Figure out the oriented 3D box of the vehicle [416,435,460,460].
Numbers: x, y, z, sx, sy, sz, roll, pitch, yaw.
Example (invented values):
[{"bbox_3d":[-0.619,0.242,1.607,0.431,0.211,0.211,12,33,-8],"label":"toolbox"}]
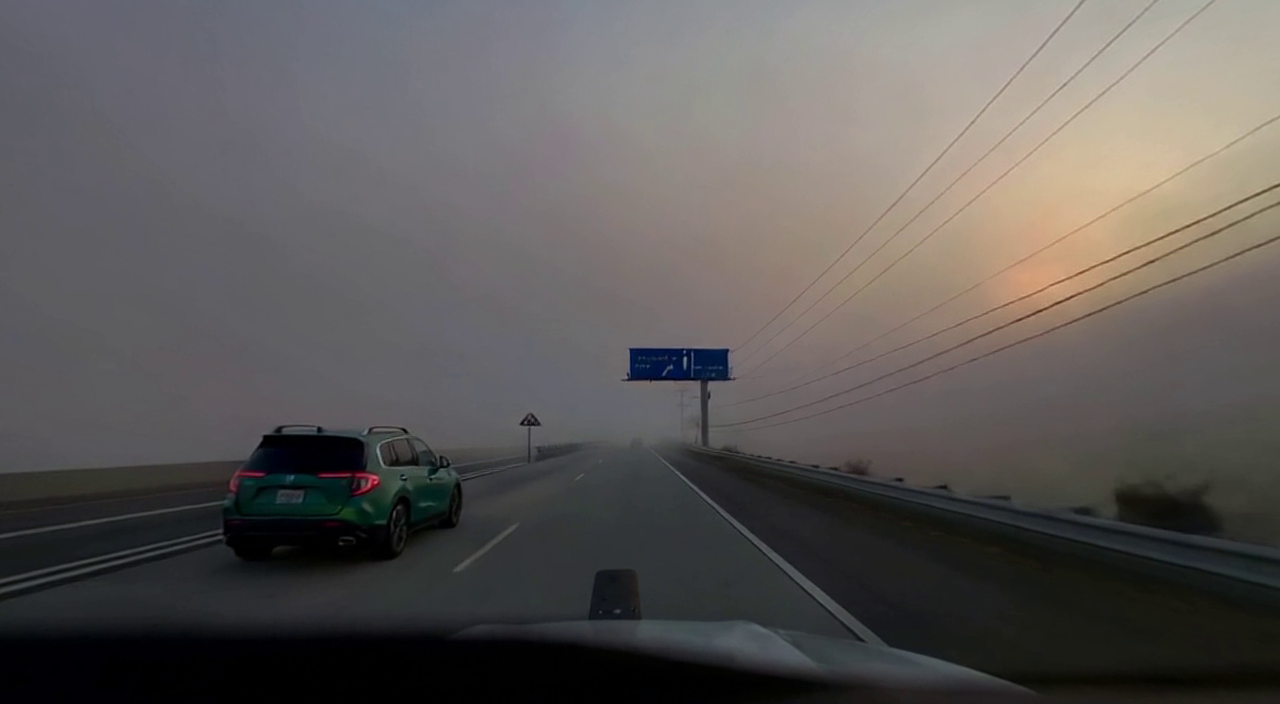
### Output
[{"bbox_3d":[-15.119,7.147,47.419,1.828,1.770,4.609,0,-8,-1],"label":"vehicle"}]
